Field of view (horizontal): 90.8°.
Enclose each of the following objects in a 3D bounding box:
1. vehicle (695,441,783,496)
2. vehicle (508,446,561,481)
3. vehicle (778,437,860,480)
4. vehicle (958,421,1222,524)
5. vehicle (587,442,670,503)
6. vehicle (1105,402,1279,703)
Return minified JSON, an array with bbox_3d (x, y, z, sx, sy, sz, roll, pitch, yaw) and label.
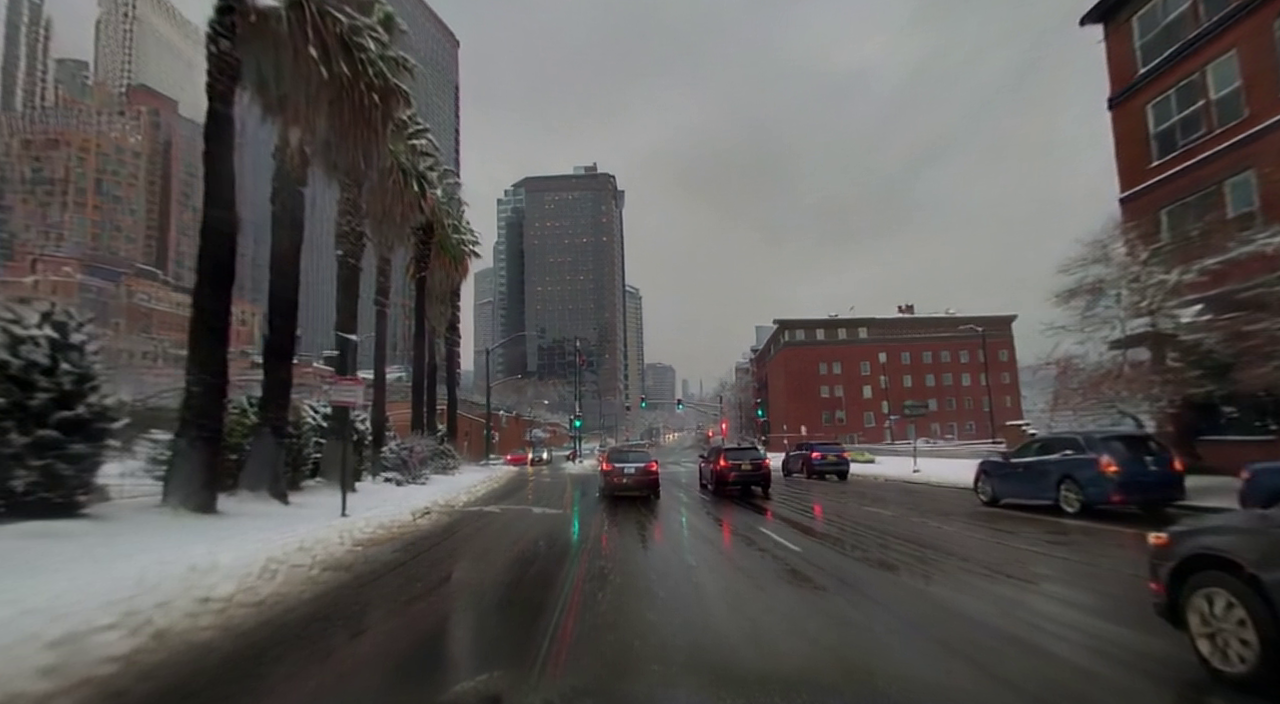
[{"bbox_3d":[2.926,3.514,19.435,1.909,1.500,3.524,0,-9,-4],"label":"vehicle"},{"bbox_3d":[-4.819,5.158,29.505,1.977,1.501,4.435,0,-9,-3],"label":"vehicle"},{"bbox_3d":[7.530,4.526,27.069,2.000,1.685,4.487,0,-9,-3],"label":"vehicle"},{"bbox_3d":[8.703,2.354,12.858,1.946,1.715,4.365,0,-9,-3],"label":"vehicle"},{"bbox_3d":[-0.351,3.275,17.569,2.048,1.503,3.681,0,-9,-2],"label":"vehicle"},{"bbox_3d":[4.020,0.808,1.839,1.920,1.490,4.417,0,-9,0],"label":"vehicle"}]
